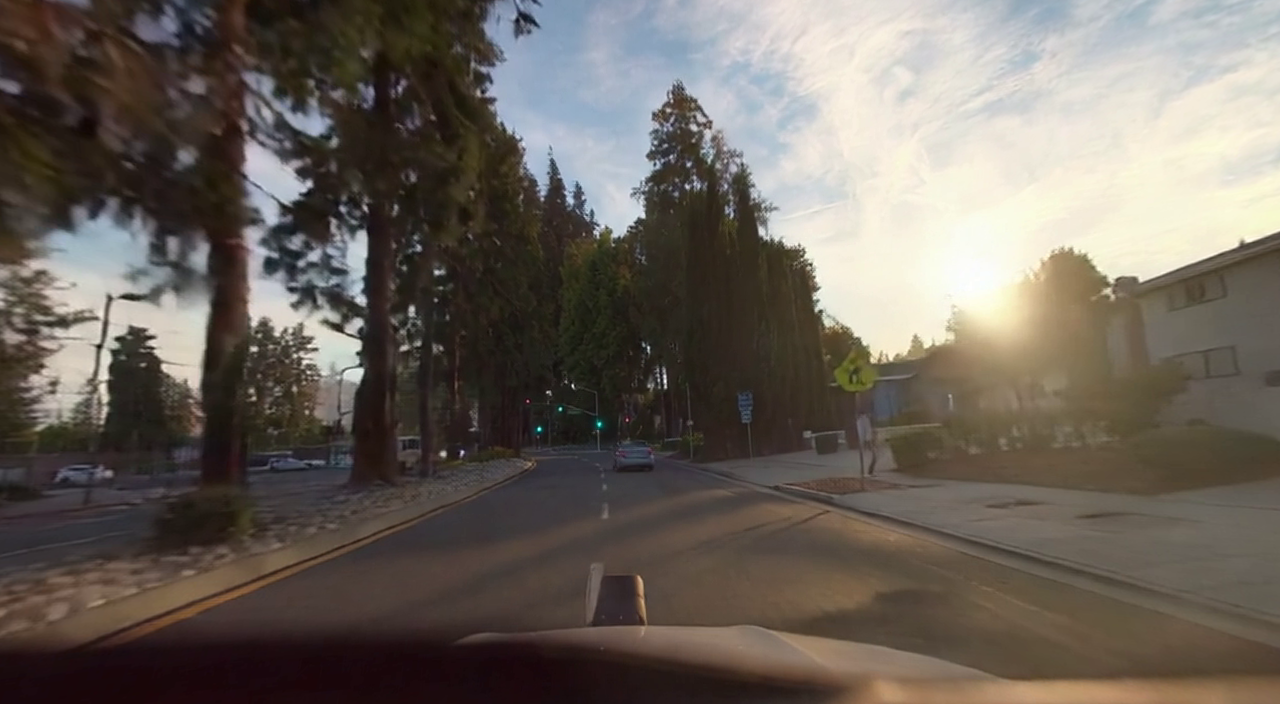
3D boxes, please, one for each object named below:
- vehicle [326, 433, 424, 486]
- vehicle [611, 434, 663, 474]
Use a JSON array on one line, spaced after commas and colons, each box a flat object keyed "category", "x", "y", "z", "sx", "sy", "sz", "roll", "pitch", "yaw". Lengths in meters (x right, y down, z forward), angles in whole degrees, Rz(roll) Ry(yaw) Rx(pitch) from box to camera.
[{"category": "vehicle", "x": -11.345, "y": 4.635, "z": 27.584, "sx": 2.334, "sy": 2.022, "sz": 5.653, "roll": 0, "pitch": -9, "yaw": -6}, {"category": "vehicle", "x": -0.208, "y": 4.768, "z": 29.717, "sx": 1.990, "sy": 1.707, "sz": 4.225, "roll": 0, "pitch": -9, "yaw": -6}]
